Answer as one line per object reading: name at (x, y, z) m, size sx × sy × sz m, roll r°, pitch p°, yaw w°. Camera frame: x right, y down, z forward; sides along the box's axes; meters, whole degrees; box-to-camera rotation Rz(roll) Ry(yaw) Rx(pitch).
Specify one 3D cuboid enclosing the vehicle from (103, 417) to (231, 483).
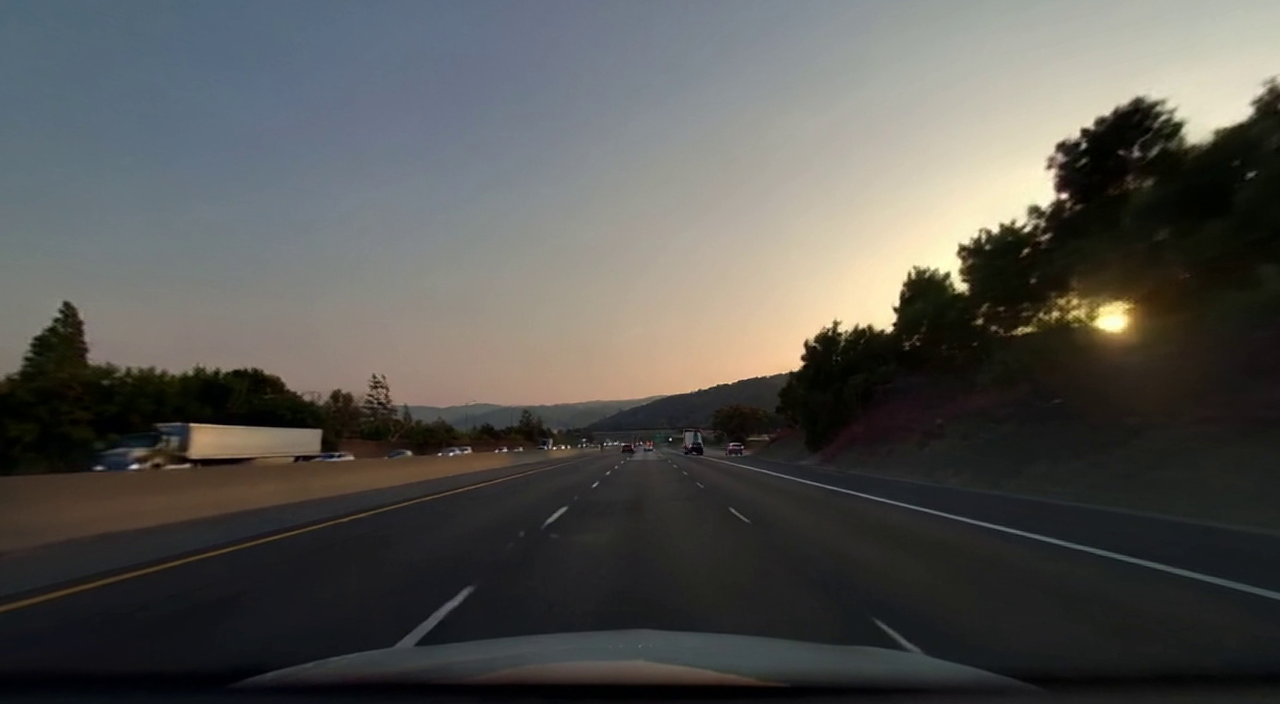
vehicle at (-31.540, 6.549, 42.516) m, size 3.017 × 4.007 × 6.914 m, roll 0°, pitch -8°, yaw 1°
